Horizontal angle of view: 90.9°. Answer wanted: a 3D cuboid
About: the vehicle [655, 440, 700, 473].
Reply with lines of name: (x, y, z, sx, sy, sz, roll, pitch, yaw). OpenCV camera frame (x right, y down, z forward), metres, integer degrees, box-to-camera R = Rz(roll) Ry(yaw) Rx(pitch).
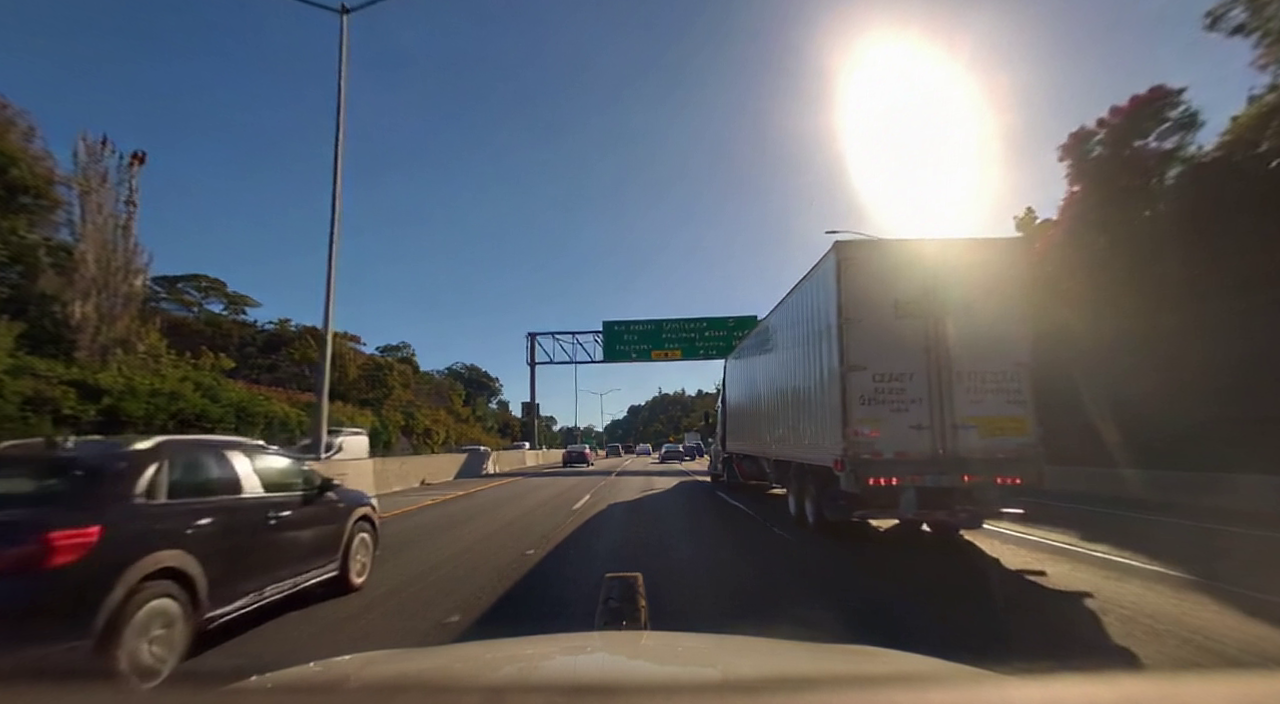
vehicle: (1.840, 5.118, 31.085, 2.040, 1.461, 4.822, -1, -8, 3)

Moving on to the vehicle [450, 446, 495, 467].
vehicle: (-12.201, 7.612, 46.183, 1.975, 1.476, 4.492, 0, -8, 1)

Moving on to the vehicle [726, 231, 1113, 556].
vehicle: (4.019, 1.241, 13.133, 2.985, 3.895, 11.239, 0, -8, 1)

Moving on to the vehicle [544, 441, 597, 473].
vehicle: (-3.463, 5.323, 32.204, 2.099, 1.494, 4.504, 0, -8, 1)

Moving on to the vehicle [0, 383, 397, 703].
vehicle: (-3.440, 1.102, 3.644, 1.974, 1.589, 5.047, 0, -8, 1)
